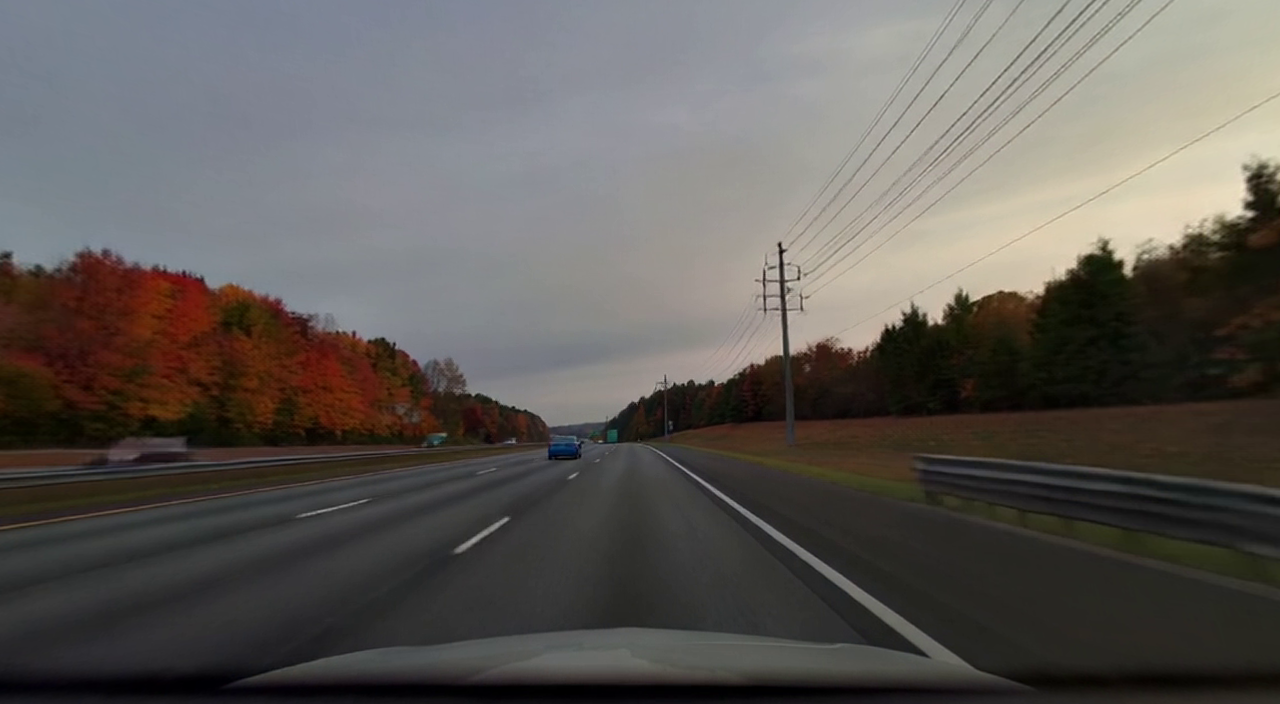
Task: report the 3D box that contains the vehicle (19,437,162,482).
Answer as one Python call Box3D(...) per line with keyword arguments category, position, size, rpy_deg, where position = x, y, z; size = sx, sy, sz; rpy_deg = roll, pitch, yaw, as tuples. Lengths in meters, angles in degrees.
Box3D(category="vehicle", position=(-20.417, 3.961, 23.607), size=(1.780, 1.501, 3.986), rpy_deg=(0, -8, -1))

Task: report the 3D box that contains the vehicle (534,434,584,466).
Box3D(category="vehicle", position=(-3.980, 4.852, 31.469), size=(2.025, 1.475, 4.379), rpy_deg=(0, -8, -1))
